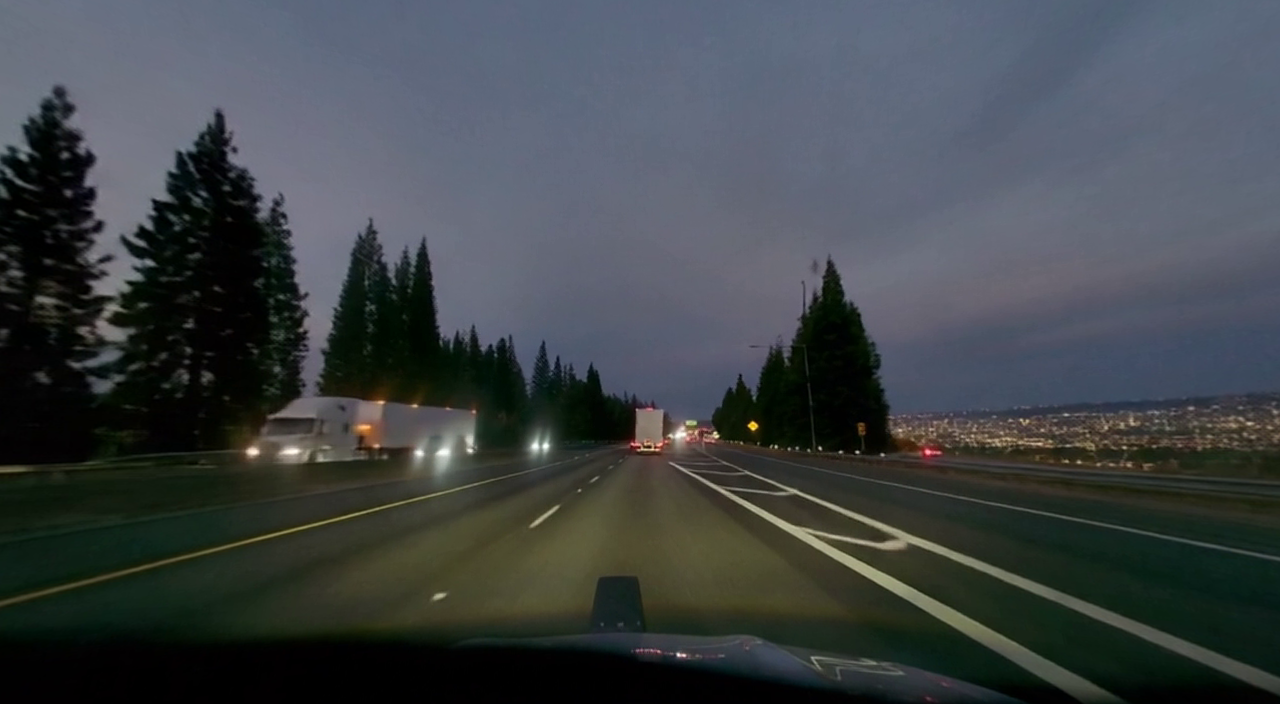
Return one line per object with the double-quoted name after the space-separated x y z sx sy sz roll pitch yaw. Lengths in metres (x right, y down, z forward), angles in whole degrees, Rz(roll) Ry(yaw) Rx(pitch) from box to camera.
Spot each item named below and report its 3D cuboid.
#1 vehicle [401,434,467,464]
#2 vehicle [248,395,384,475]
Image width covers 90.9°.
-13.013 6.176 40.307 2.292 1.721 5.657 0 -8 0 "vehicle"
-17.592 4.662 35.144 2.932 3.872 8.603 0 -8 0 "vehicle"
